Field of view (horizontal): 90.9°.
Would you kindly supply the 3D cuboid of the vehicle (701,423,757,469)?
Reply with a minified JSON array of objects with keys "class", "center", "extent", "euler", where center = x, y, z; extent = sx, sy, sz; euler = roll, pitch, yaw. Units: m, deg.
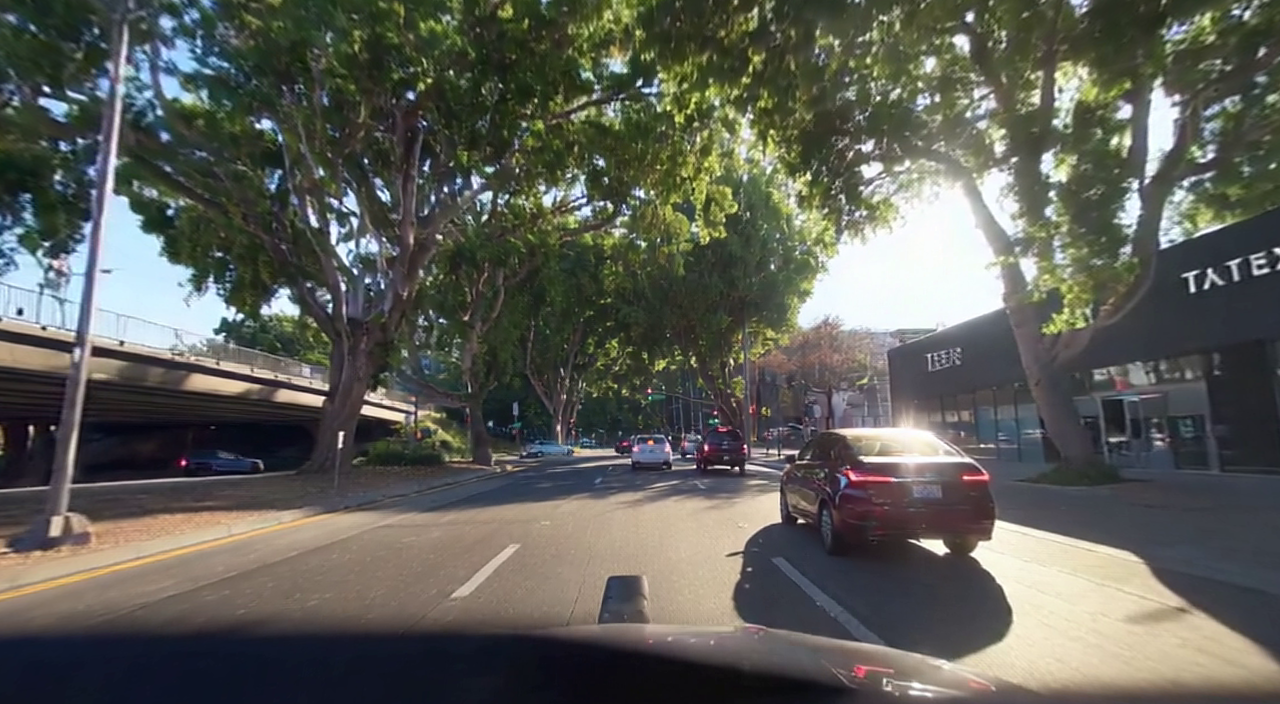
[{"class":"vehicle","center":[4.151,4.484,30.095],"extent":[2.080,1.999,4.379],"euler":[0,-8,0]}]

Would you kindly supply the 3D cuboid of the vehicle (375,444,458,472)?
[{"class":"vehicle","center":[-13.229,6.277,37.577],"extent":[1.860,1.543,4.302],"euler":[-6,-10,35]}]

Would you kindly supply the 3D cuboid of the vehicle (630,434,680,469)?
[{"class":"vehicle","center":[0.645,4.511,28.747],"extent":[2.101,1.467,4.210],"euler":[0,-8,0]}]

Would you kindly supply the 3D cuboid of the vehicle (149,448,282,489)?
[{"class":"vehicle","center":[-18.962,5.180,28.448],"extent":[1.832,1.611,4.546],"euler":[-5,-9,28]}]
